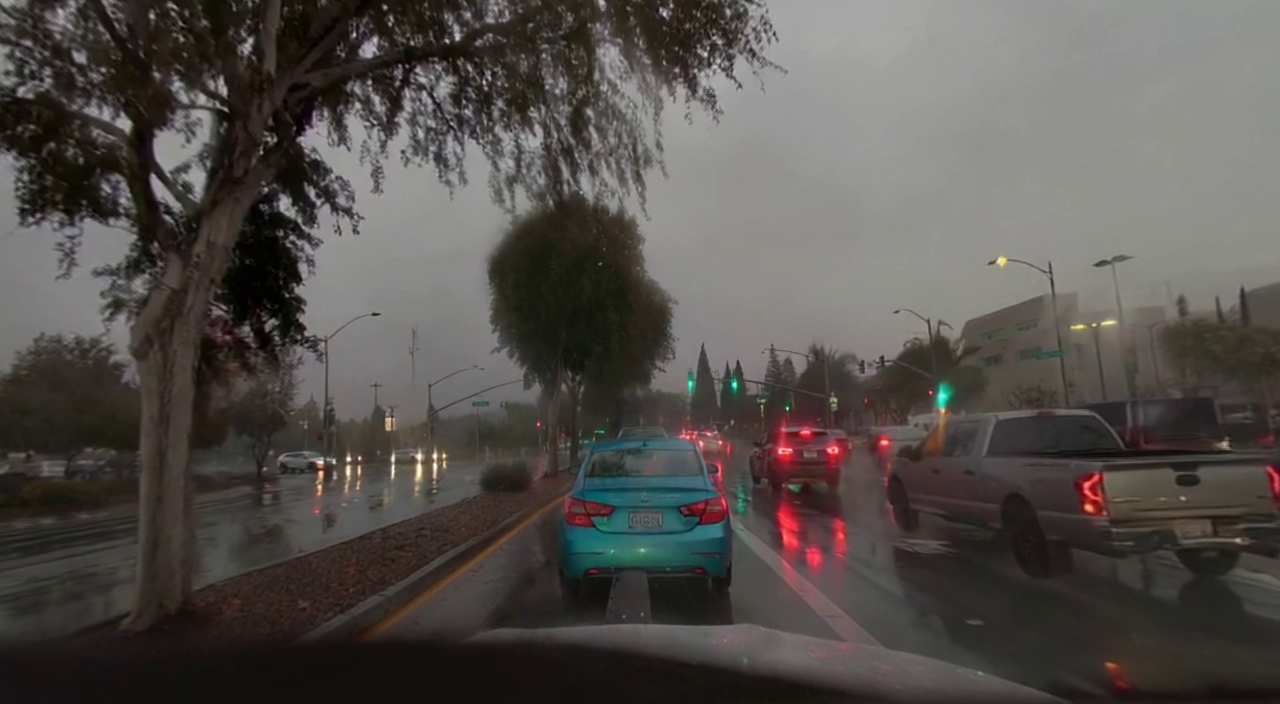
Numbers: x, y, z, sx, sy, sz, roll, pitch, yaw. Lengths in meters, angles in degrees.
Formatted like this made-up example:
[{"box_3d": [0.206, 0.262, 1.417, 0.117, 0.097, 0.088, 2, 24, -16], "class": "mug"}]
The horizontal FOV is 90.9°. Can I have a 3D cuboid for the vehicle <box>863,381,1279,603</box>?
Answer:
[{"box_3d": [4.566, 1.482, 7.569, 2.019, 1.803, 4.634, 0, -8, -1], "class": "vehicle"}]

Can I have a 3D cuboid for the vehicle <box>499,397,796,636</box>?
[{"box_3d": [0.017, 1.462, 6.565, 2.116, 1.677, 3.948, 0, -8, -1], "class": "vehicle"}]

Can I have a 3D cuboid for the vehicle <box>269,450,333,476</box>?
[{"box_3d": [-24.026, 7.841, 44.883, 1.798, 1.706, 4.385, -1, -8, 6], "class": "vehicle"}]
